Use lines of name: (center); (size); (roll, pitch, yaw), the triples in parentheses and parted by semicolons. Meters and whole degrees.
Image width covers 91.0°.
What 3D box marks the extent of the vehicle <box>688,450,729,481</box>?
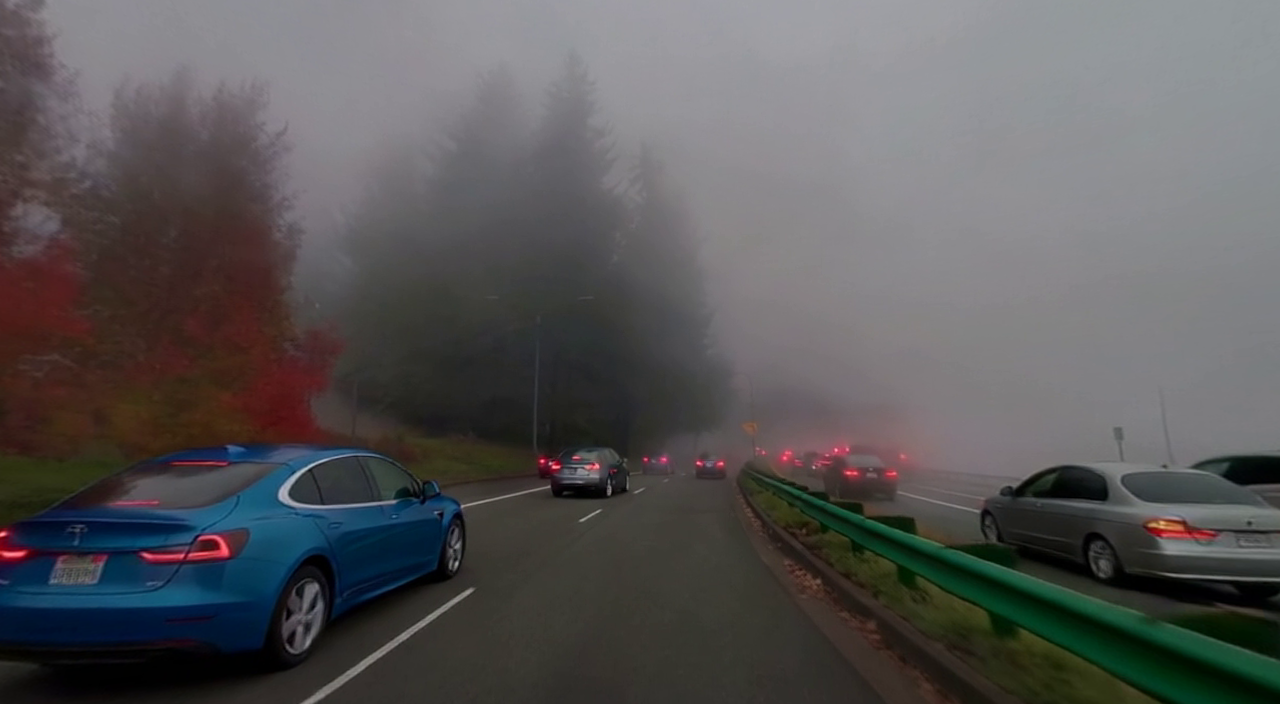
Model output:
vehicle: (3.797, 6.115, 34.282); (2.015, 1.506, 4.276); (-1, -9, 9)

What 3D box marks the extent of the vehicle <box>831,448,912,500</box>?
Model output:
vehicle: (8.121, 4.270, 22.496); (1.768, 1.634, 4.064); (-1, -9, 7)

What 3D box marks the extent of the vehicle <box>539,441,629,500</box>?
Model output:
vehicle: (-1.676, 3.778, 20.582); (1.979, 1.663, 4.513); (-1, -9, 7)

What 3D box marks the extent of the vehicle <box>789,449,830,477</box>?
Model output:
vehicle: (10.642, 6.958, 39.699); (1.890, 1.610, 4.045); (-1, -9, 7)

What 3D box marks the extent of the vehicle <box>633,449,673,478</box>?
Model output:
vehicle: (0.851, 6.694, 38.057); (1.930, 1.635, 4.260); (-1, -9, 8)

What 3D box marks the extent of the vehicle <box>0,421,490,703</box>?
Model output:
vehicle: (-2.930, 1.450, 5.495); (1.921, 1.503, 4.317); (0, -9, 4)

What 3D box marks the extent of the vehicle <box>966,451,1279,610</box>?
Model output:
vehicle: (6.577, 2.155, 8.656); (1.869, 1.516, 4.753); (0, -9, 3)
